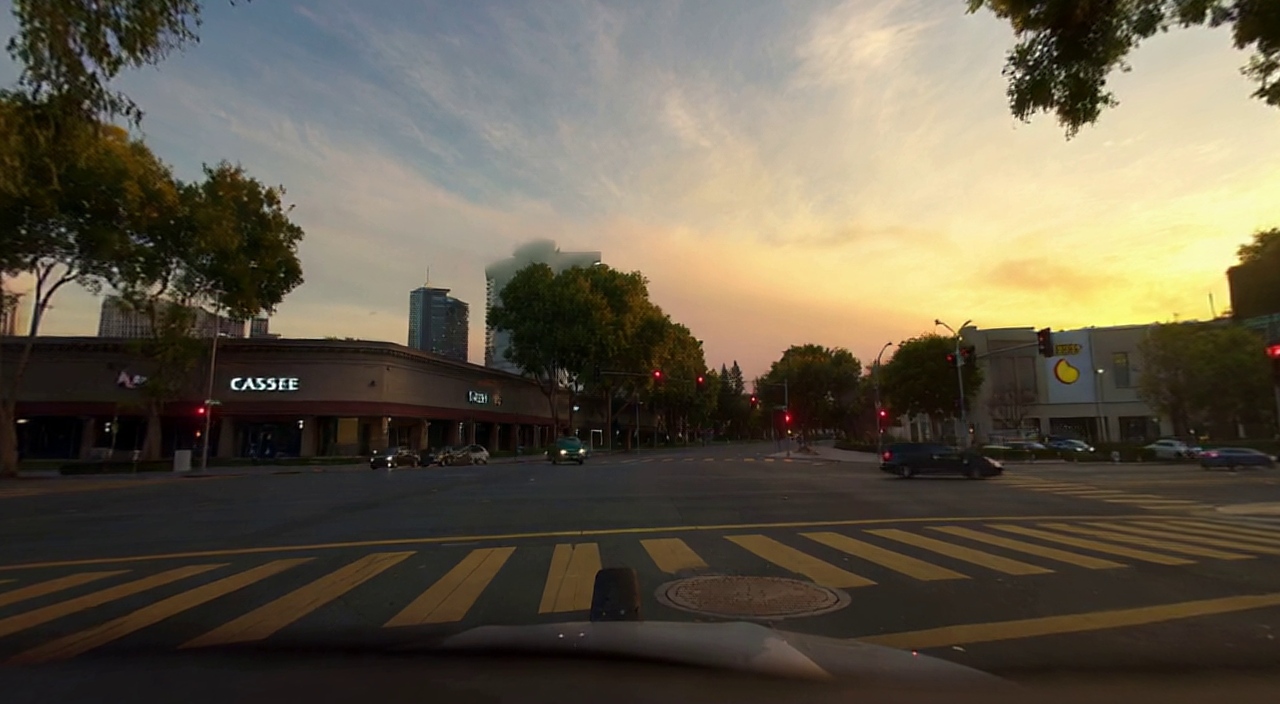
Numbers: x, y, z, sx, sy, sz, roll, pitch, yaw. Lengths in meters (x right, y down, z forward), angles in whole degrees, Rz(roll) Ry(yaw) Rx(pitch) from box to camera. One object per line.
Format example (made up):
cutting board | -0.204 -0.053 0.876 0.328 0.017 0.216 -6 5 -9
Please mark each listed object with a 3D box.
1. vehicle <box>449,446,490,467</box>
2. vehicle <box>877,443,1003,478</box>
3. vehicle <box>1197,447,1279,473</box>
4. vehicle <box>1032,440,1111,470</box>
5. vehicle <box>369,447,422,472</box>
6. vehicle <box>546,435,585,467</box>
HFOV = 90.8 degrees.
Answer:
vehicle | -12.622 7.764 47.092 1.946 1.474 4.008 0 -9 0
vehicle | 13.402 4.869 28.453 4.658 1.478 1.946 -1 -9 4
vehicle | 36.120 6.469 38.097 4.522 1.460 2.097 4 -9 -26
vehicle | 26.354 6.266 38.567 4.541 1.731 2.007 5 -10 -28
vehicle | -16.253 7.133 42.240 1.883 1.586 4.297 0 -9 -1
vehicle | -4.984 6.464 41.483 2.289 1.927 5.667 1 -9 -9
